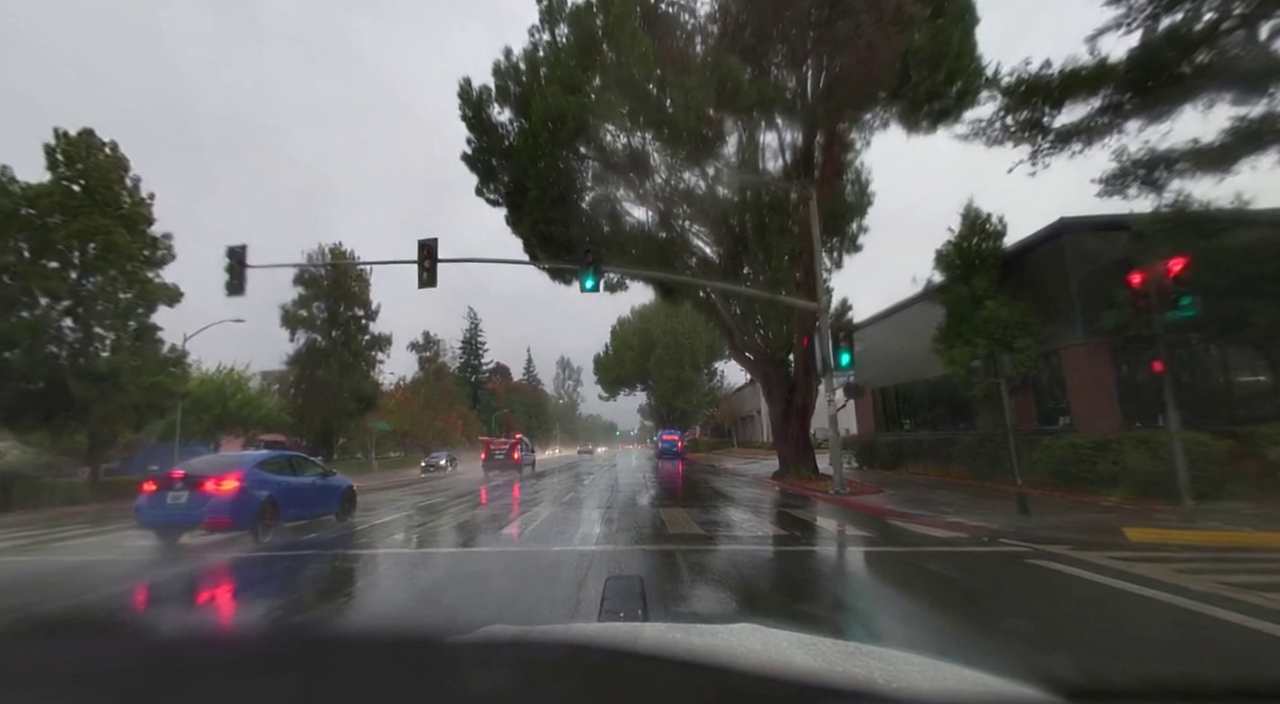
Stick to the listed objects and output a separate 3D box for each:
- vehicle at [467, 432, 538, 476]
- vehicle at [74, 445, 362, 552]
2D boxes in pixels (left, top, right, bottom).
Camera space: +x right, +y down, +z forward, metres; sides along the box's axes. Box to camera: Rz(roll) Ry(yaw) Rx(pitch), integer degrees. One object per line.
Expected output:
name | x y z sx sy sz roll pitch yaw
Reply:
vehicle | -6.868 5.183 32.396 2.332 2.039 5.678 0 -9 0
vehicle | -6.872 2.385 11.077 1.970 1.456 4.441 0 -9 0
